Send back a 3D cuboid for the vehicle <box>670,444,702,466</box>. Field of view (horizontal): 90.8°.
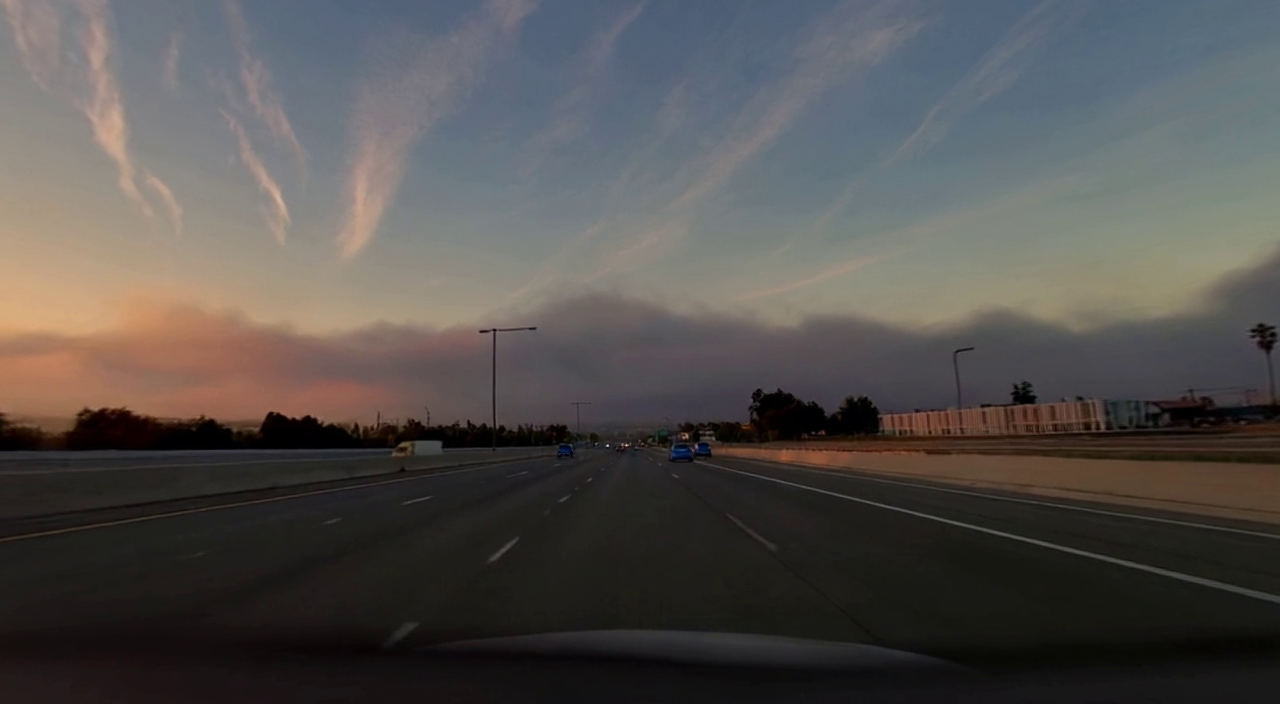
[{"bbox_3d":[3.326,7.524,46.249,2.000,1.533,3.770,0,-8,-1],"label":"vehicle"}]
